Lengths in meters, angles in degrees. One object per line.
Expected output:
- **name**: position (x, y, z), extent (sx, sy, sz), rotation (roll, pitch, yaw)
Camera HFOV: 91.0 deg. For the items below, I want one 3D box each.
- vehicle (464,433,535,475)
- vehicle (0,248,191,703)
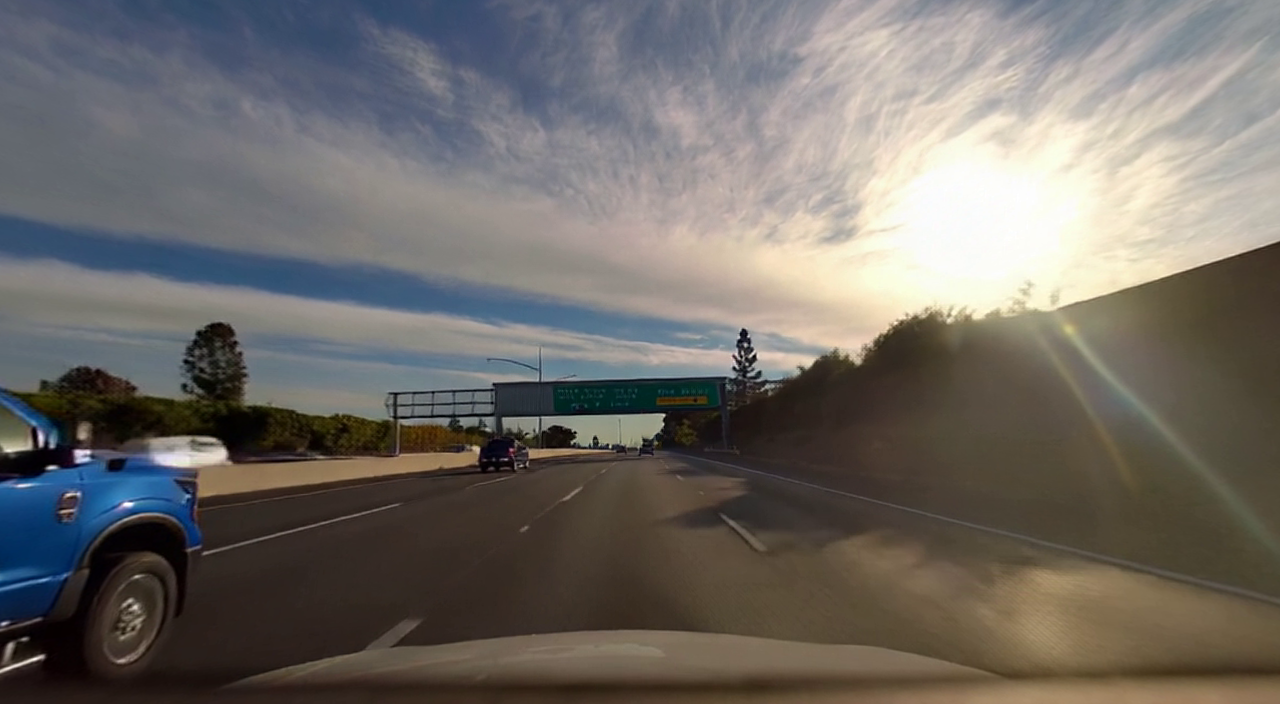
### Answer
- **vehicle**: position (-6.897, 5.065, 31.523), extent (2.260, 1.917, 5.499), rotation (0, -9, 0)
- **vehicle**: position (-3.626, 0.289, 0.205), extent (2.339, 2.004, 6.171), rotation (0, -9, 1)
